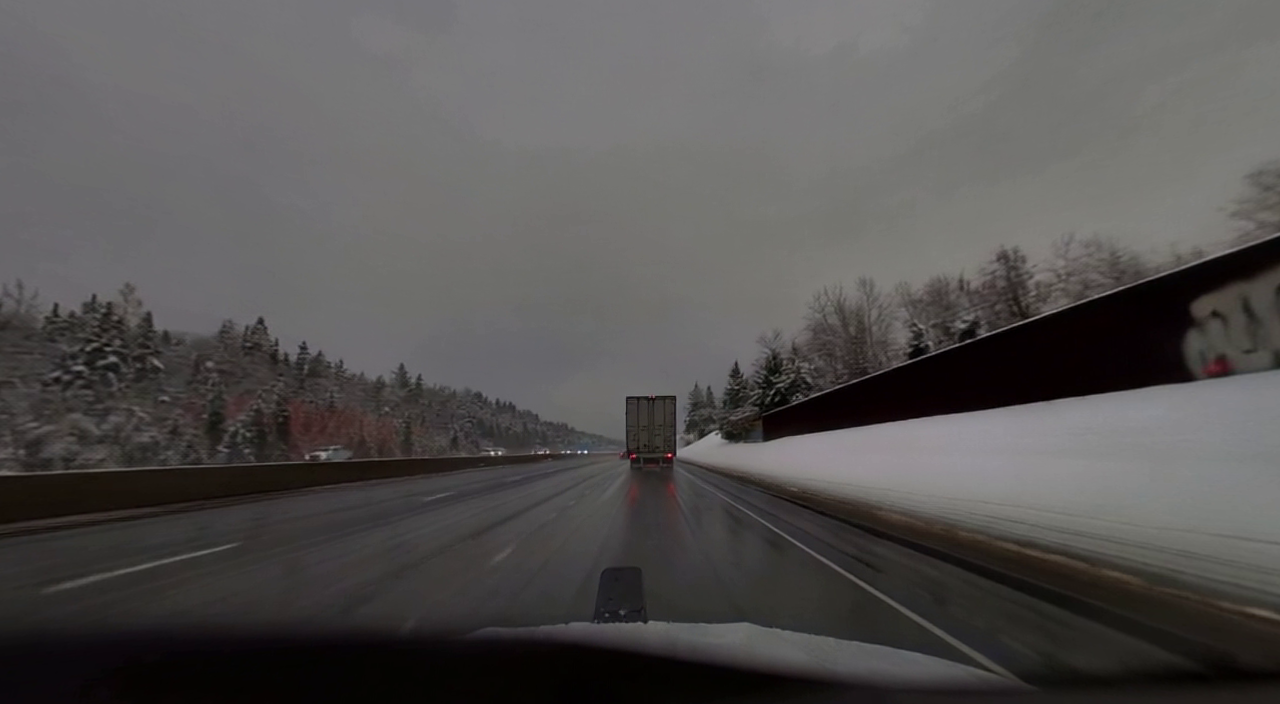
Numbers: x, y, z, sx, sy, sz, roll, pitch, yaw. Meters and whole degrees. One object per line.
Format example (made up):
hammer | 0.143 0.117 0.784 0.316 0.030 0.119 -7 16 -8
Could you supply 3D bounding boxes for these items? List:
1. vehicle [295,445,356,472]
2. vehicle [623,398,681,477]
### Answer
vehicle | -24.171 8.192 48.646 2.147 2.006 4.767 0 -9 1
vehicle | 0.652 5.282 38.280 2.997 4.069 10.871 0 -9 0
